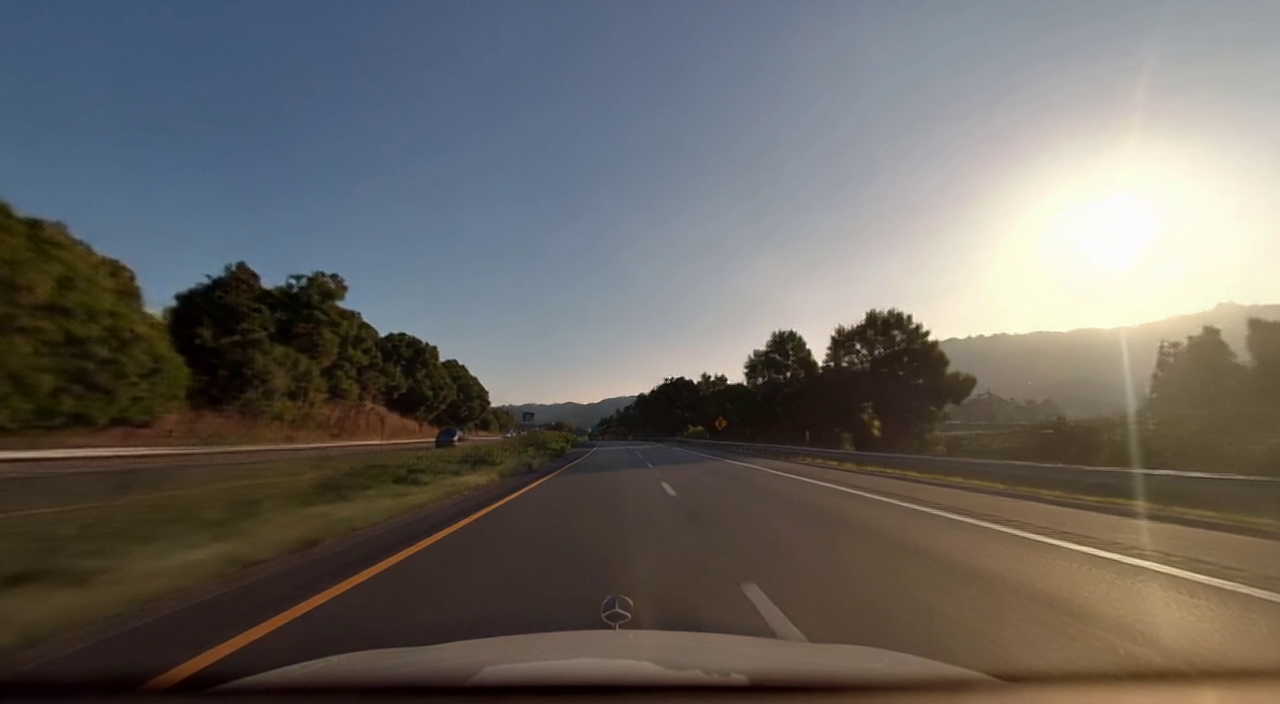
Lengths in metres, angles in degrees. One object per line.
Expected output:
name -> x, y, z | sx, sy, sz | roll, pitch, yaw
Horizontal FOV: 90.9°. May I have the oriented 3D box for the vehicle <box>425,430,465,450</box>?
vehicle -> -15.085, 6.836, 49.044 | 1.817, 1.489, 4.370 | 0, -8, -1
